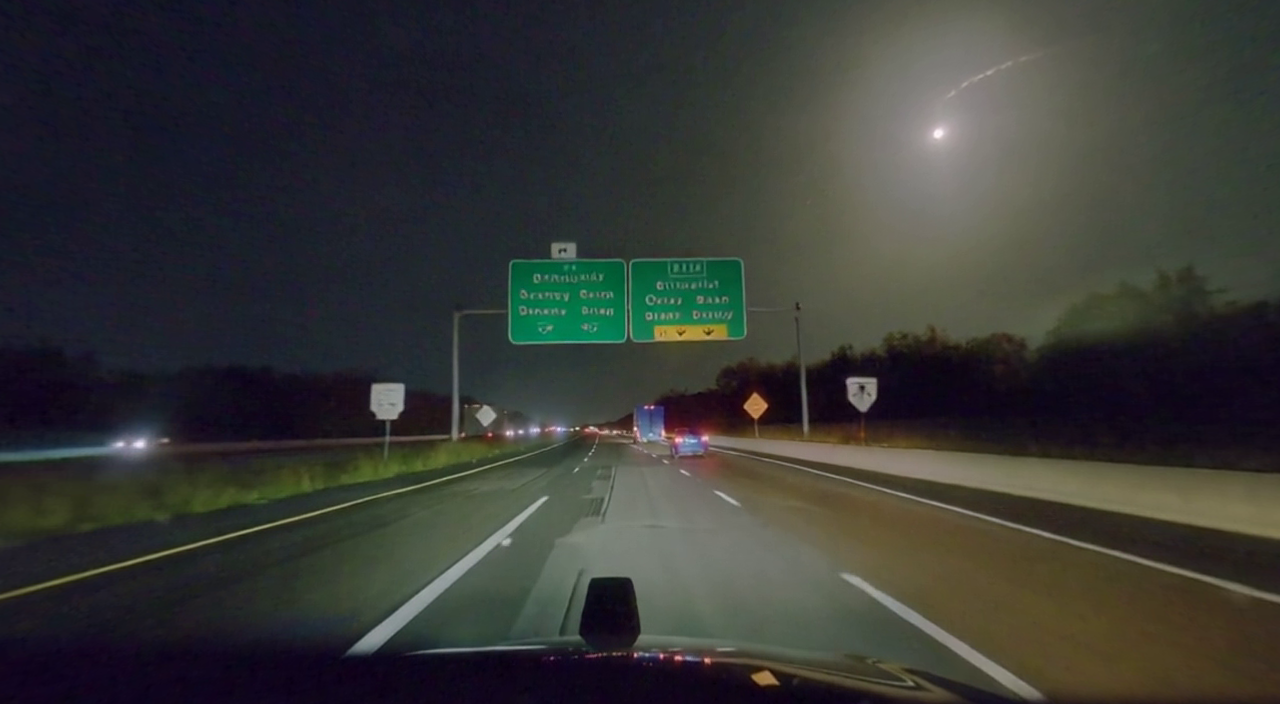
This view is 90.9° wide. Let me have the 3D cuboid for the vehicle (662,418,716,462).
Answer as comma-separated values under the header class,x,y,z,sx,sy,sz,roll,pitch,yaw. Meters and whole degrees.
class,x,y,z,sx,sy,sz,roll,pitch,yaw
vehicle,2.253,4.165,30.022,2.076,1.914,4.287,0,-8,-2
